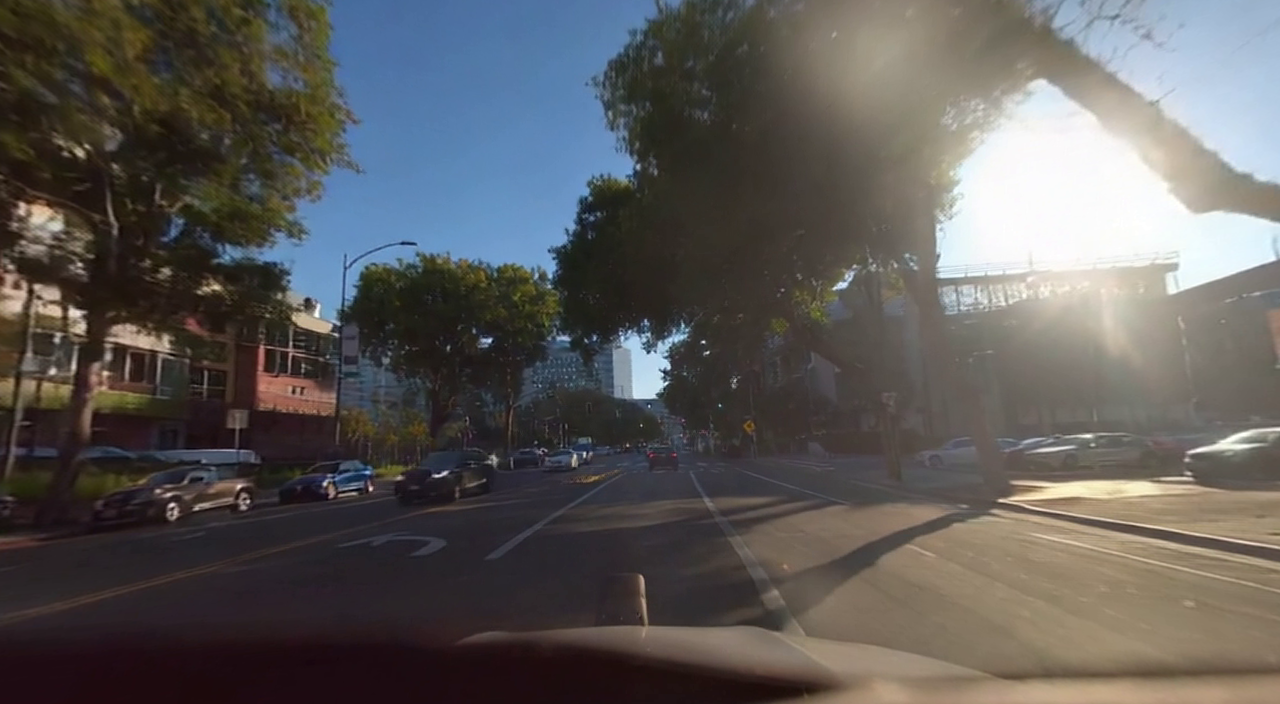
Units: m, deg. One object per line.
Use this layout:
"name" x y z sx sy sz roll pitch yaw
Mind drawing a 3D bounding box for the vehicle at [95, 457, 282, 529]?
"vehicle" -12.357 3.816 17.704 1.997 1.668 4.084 0 -8 4

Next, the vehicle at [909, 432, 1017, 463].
"vehicle" 16.624 4.936 32.677 4.540 1.547 1.841 -1 -8 5

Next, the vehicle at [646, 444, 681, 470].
"vehicle" 1.463 6.370 38.505 2.051 1.454 4.132 0 -8 3

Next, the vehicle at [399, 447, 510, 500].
"vehicle" -5.787 3.819 20.318 1.993 1.463 4.265 0 -8 4

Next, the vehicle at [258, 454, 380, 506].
"vehicle" -11.998 4.776 24.068 2.016 1.627 4.742 -3 -8 3

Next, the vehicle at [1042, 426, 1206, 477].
"vehicle" 16.240 3.360 21.360 3.922 1.420 1.784 -4 -9 3

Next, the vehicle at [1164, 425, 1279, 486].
"vehicle" 16.189 2.604 16.001 3.620 1.412 2.472 0 -8 3
